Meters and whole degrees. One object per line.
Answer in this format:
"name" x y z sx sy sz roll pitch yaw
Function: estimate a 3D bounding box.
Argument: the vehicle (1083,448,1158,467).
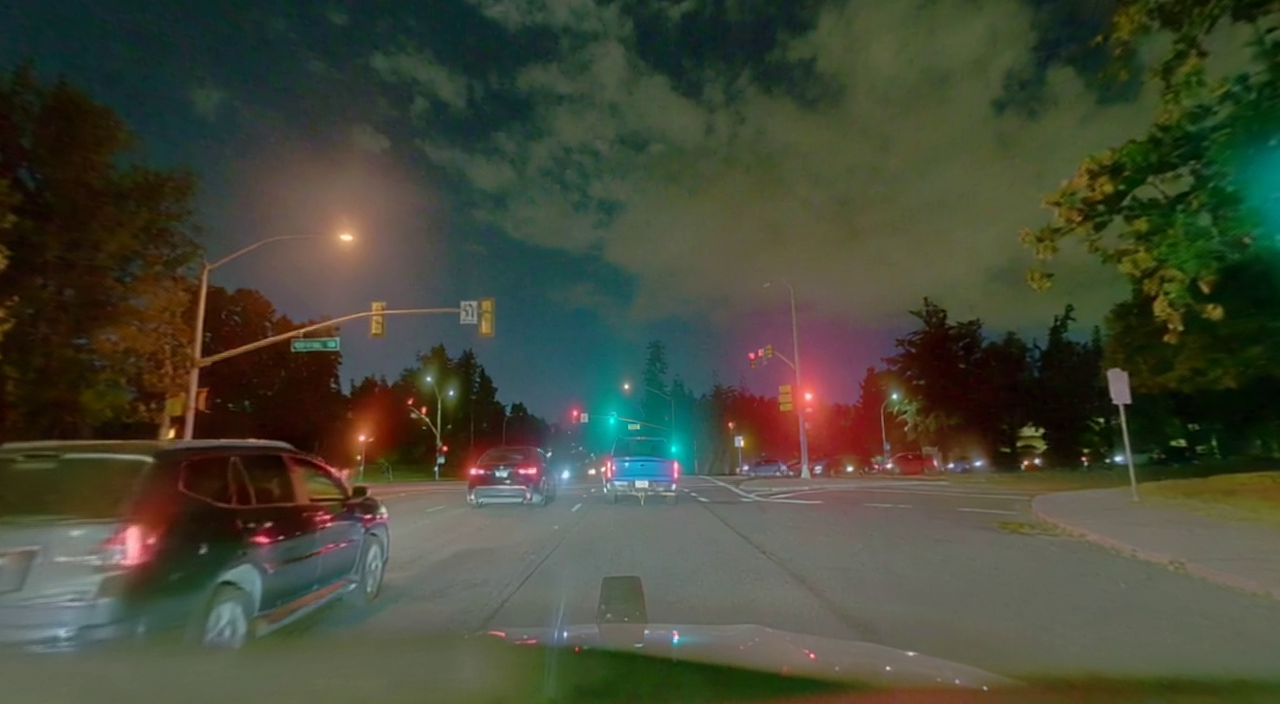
"vehicle" 37.938 8.315 49.795 4.525 1.468 1.839 1 -9 -5

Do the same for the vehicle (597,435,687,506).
"vehicle" 0.032 3.136 17.137 2.163 1.678 3.846 0 -8 0

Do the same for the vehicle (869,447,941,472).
"vehicle" 20.890 8.489 49.771 4.585 1.681 2.140 -3 -10 0

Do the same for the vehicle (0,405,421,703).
"vehicle" -3.165 1.252 4.459 1.960 1.528 3.490 0 -8 0

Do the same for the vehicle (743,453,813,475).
"vehicle" 10.771 8.820 49.498 4.875 1.473 2.077 -2 -12 -2

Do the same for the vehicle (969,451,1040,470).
"vehicle" 28.828 8.581 49.953 4.365 1.448 1.928 0 -9 0

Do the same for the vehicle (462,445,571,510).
"vehicle" -3.093 3.221 16.783 2.013 1.474 4.393 0 -8 0

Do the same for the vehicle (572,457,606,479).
"vehicle" -3.663 8.406 45.778 2.101 1.443 4.367 0 -8 0
